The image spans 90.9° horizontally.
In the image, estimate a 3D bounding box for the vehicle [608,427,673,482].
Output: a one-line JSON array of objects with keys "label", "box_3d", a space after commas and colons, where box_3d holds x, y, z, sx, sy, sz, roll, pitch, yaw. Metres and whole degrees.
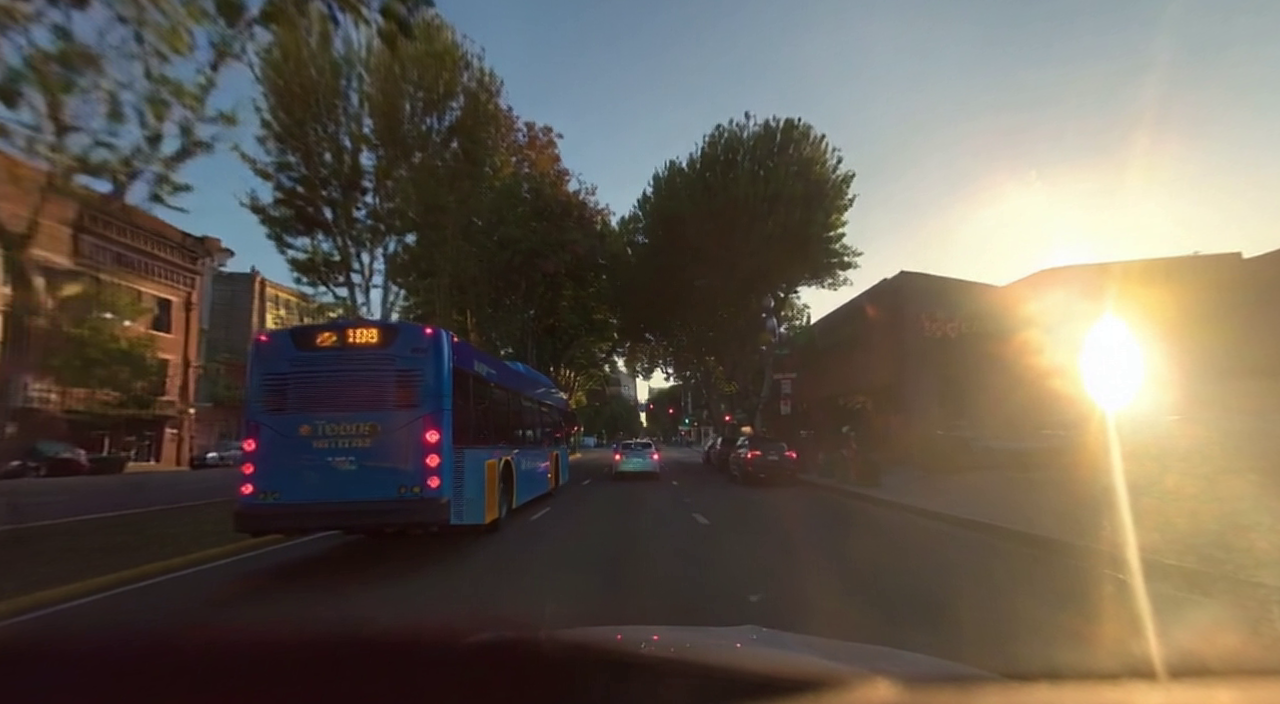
[{"label": "vehicle", "box_3d": [0.043, 3.601, 22.365, 2.120, 1.727, 3.917, 0, -8, 1]}]

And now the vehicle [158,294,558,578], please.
[{"label": "vehicle", "box_3d": [-3.388, 1.381, 10.741, 2.920, 2.884, 8.588, 0, -8, -1]}]

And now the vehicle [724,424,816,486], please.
[{"label": "vehicle", "box_3d": [4.133, 3.378, 20.914, 2.138, 1.787, 4.522, 0, -8, 1]}]
